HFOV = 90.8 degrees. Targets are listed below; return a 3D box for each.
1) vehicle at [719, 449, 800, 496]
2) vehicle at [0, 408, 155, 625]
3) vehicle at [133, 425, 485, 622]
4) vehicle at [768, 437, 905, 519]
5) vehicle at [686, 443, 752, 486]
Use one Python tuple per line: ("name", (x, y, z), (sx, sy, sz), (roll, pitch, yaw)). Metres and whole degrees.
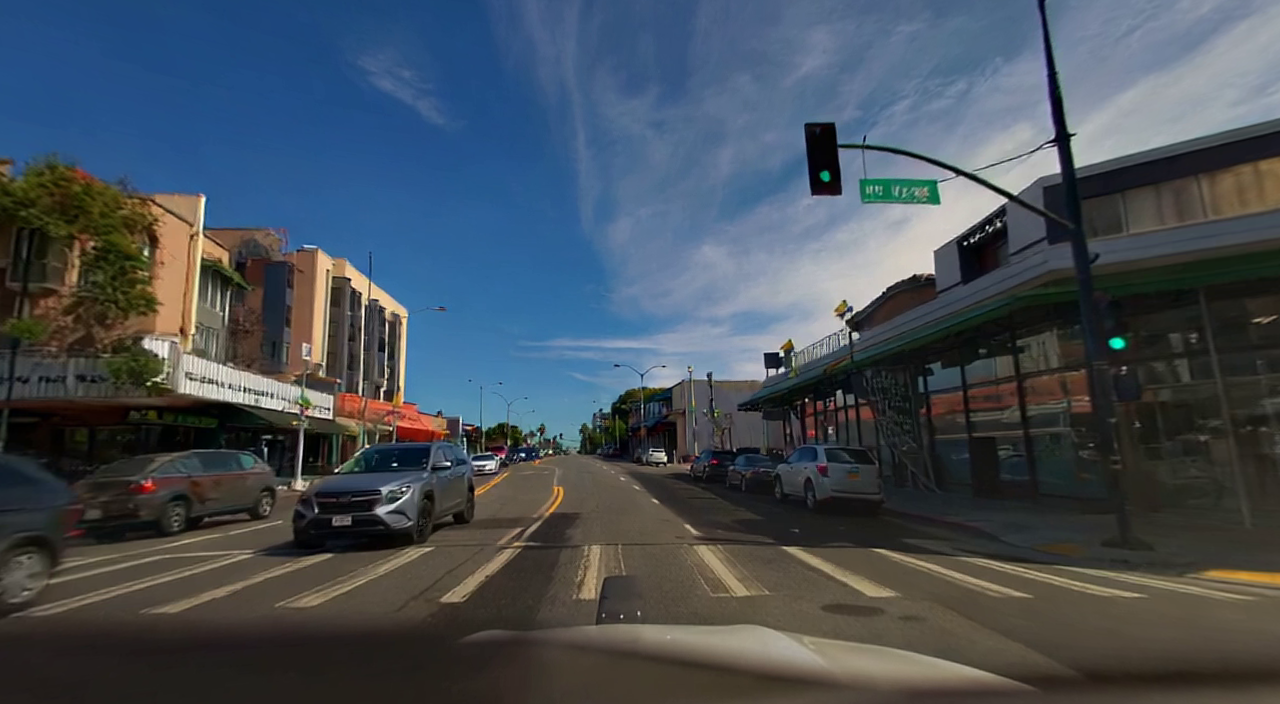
("vehicle", (4.391, 4.496, 23.950), (1.915, 1.569, 4.117), (1, -9, -5))
("vehicle", (-6.505, 1.325, 4.738), (1.906, 1.872, 4.904), (0, -8, -2))
("vehicle", (-3.564, 1.897, 8.083), (2.129, 1.744, 4.568), (0, -8, -2))
("vehicle", (5.194, 3.363, 17.544), (1.945, 1.931, 4.778), (0, -9, -4))
("vehicle", (3.602, 5.263, 29.988), (2.059, 1.804, 5.182), (0, -9, -5))
